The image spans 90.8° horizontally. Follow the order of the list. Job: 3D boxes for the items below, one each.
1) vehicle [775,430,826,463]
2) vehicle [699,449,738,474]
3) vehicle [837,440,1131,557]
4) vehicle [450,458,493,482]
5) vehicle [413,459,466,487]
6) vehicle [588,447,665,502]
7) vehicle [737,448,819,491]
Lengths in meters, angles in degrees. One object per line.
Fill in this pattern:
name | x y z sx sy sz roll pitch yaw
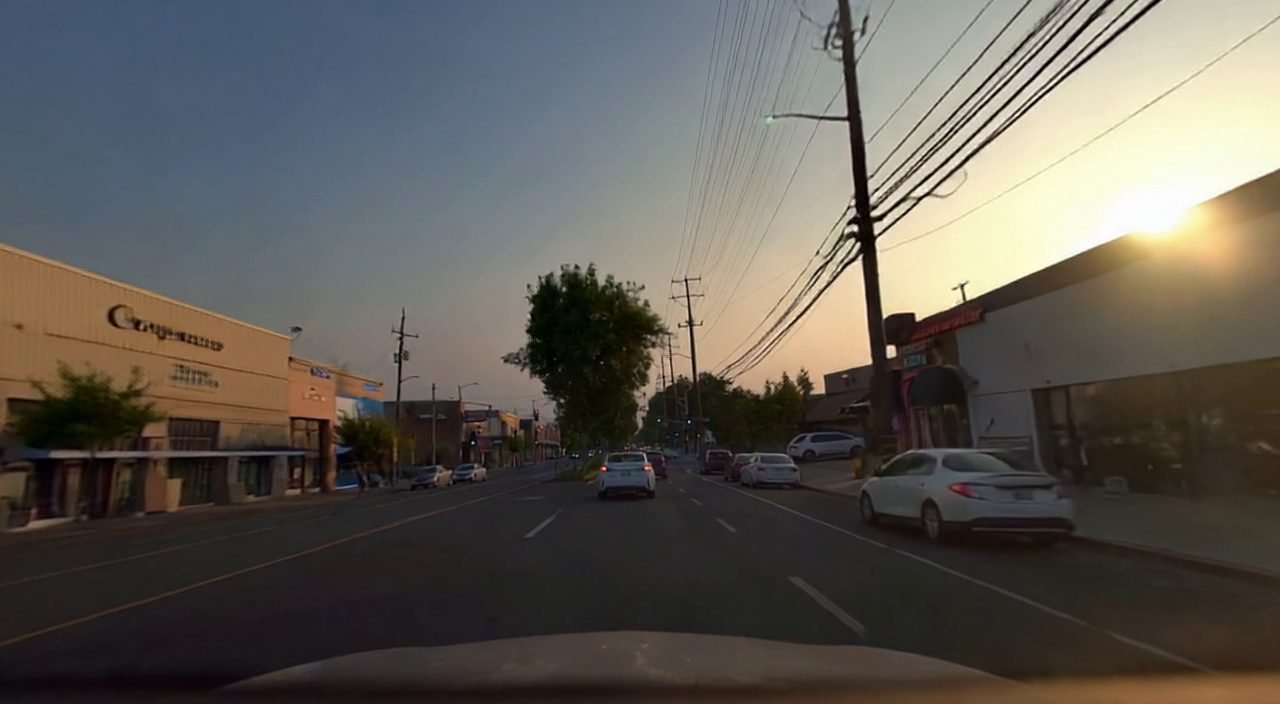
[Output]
vehicle | 11.309 6.710 44.980 2.329 2.145 5.841 1 -8 2
vehicle | 5.179 7.309 42.465 1.937 1.523 4.541 0 -9 -1
vehicle | 5.203 2.256 10.626 2.108 1.471 4.948 0 -9 -1
vehicle | -11.534 8.111 43.601 1.817 1.480 4.282 0 -9 0
vehicle | -11.800 7.127 37.481 1.828 1.457 4.371 0 -9 -2
vehicle | -0.354 3.688 19.457 2.116 1.479 3.980 0 -9 0
vehicle | 5.115 4.403 24.103 1.987 1.459 4.677 0 -9 -1
